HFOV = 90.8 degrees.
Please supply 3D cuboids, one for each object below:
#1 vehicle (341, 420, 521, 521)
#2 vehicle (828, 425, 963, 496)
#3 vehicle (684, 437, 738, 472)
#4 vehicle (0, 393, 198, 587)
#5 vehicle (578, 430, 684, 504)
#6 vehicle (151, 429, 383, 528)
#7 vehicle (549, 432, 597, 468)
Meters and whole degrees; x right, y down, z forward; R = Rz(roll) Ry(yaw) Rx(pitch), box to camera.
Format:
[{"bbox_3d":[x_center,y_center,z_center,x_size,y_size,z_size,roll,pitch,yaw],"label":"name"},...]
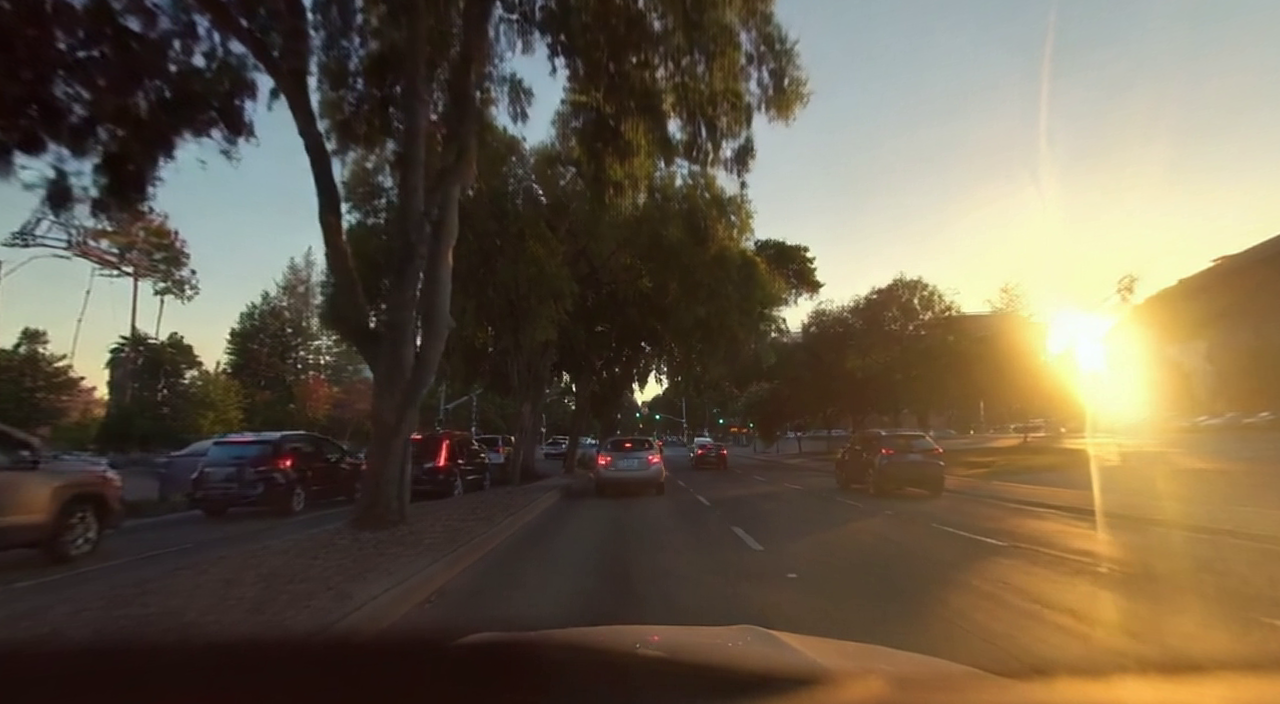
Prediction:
[{"bbox_3d":[-3.810,2.255,12.477,2.009,1.619,4.376,0,-9,0],"label":"vehicle"},{"bbox_3d":[6.753,2.908,17.258,1.889,1.681,4.120,0,-9,0],"label":"vehicle"},{"bbox_3d":[3.201,4.761,29.461,1.905,1.473,4.183,0,-9,-2],"label":"vehicle"},{"bbox_3d":[-6.725,1.200,5.334,1.864,1.737,5.689,0,-9,0],"label":"vehicle"},{"bbox_3d":[-0.215,2.693,15.149,2.161,1.501,4.184,0,-9,-1],"label":"vehicle"},{"bbox_3d":[-6.731,2.312,12.120,1.835,1.516,4.423,0,-9,-2],"label":"vehicle"},{"bbox_3d":[-3.595,5.383,34.905,2.154,1.801,5.015,0,-9,-1],"label":"vehicle"}]
